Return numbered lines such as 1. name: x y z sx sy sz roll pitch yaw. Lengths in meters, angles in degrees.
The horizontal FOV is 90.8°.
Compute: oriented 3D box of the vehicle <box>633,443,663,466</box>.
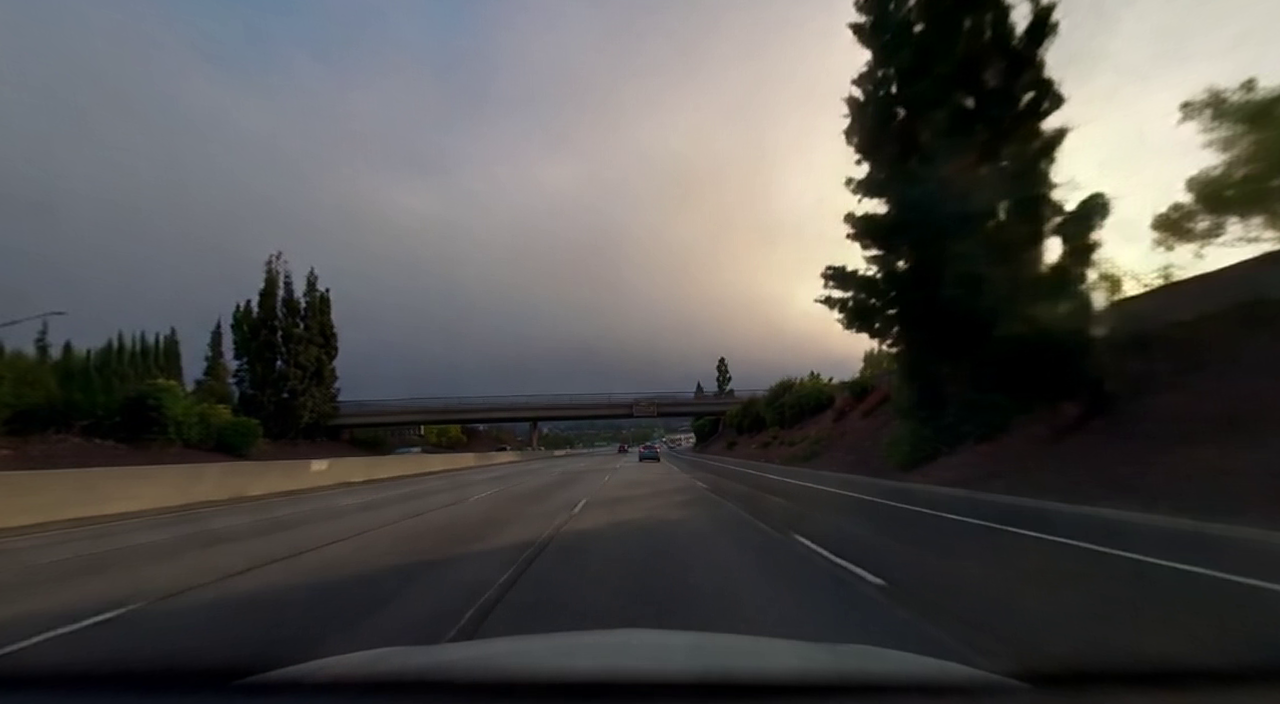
1. vehicle: 0.509 7.033 43.578 1.970 1.477 4.158 0 -9 -1
